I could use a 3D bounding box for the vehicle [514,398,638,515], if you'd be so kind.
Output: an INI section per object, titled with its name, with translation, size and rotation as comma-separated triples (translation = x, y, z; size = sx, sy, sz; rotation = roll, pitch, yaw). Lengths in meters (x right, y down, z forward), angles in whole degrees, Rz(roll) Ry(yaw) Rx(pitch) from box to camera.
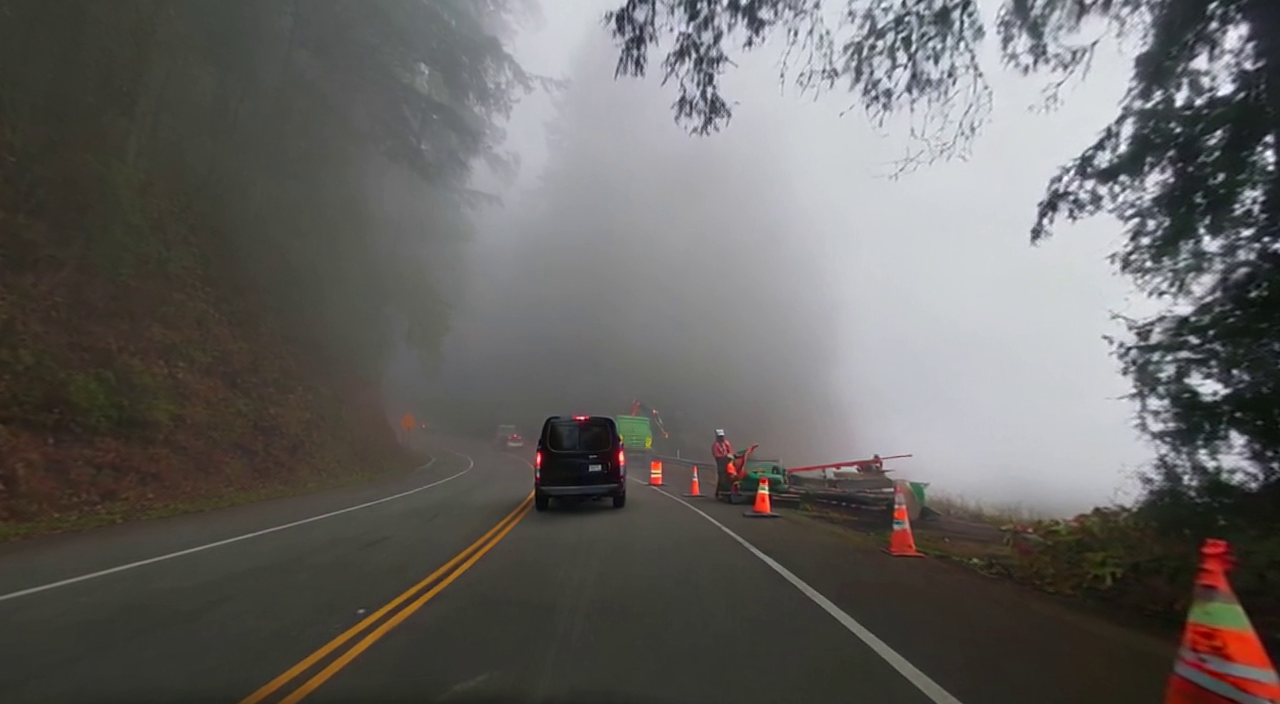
[vehicle]
translation = -1.337, 2.383, 14.699
size = 2.362, 2.223, 4.892
rotation = 0, -9, -3
